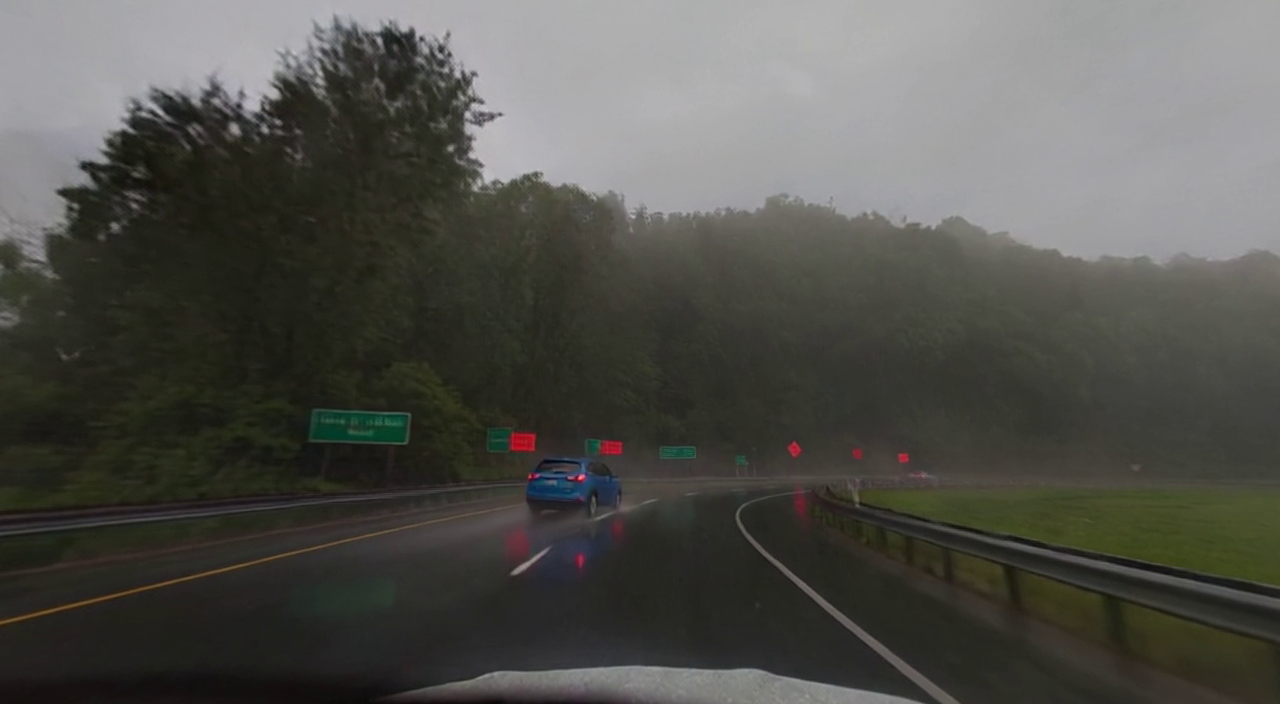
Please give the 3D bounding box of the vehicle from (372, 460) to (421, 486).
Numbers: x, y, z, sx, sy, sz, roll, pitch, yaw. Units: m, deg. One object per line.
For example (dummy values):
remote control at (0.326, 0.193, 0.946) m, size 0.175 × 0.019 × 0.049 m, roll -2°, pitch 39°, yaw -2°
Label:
vehicle at (-15.204, 7.584, 39.542) m, size 1.758 × 1.470 × 3.823 m, roll 1°, pitch -10°, yaw -5°

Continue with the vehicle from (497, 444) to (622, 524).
vehicle at (-1.849, 3.306, 16.106) m, size 1.997 × 1.692 × 4.422 m, roll -1°, pitch -10°, yaw 9°
